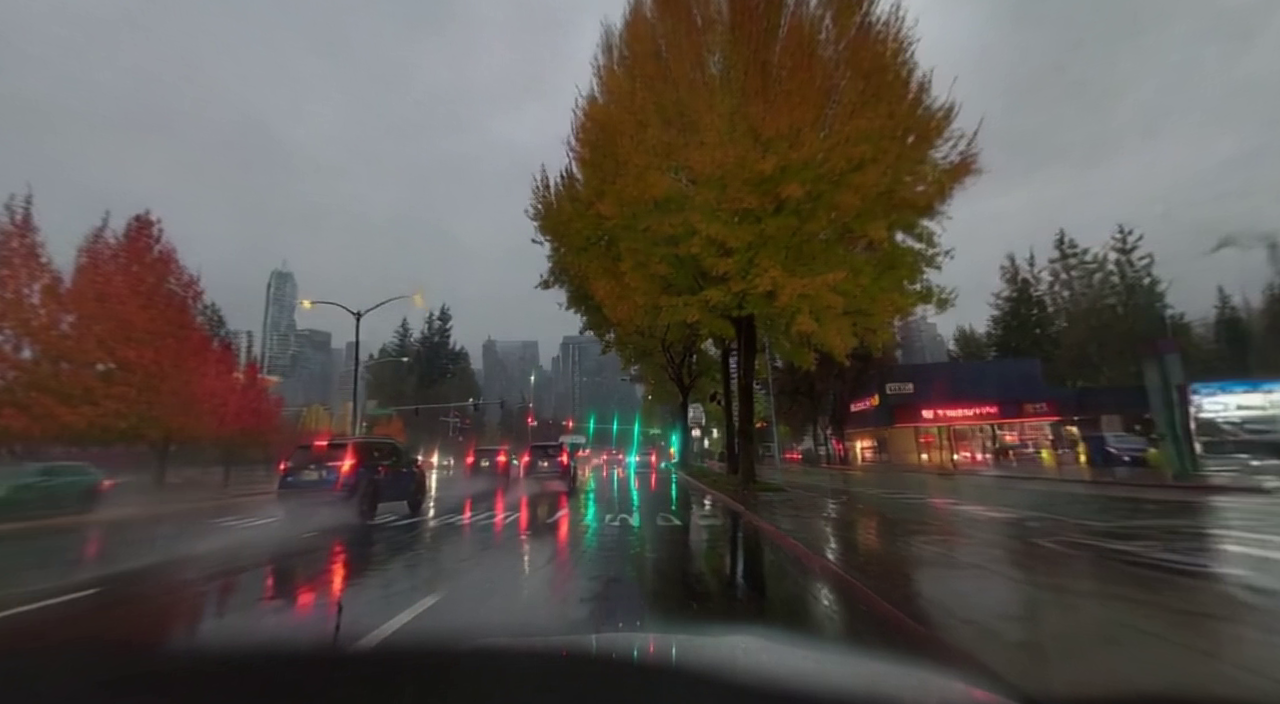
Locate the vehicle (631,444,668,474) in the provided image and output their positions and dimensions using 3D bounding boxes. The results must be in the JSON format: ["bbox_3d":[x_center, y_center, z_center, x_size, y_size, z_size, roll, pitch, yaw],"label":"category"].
[{"bbox_3d":[0.580,6.560,38.673,2.144,1.704,4.028,0,-9,0],"label":"vehicle"}]

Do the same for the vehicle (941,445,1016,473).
[{"bbox_3d":[20.105,6.350,37.648,1.938,1.490,4.750,0,-9,2],"label":"vehicle"}]

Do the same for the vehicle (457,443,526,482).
[{"bbox_3d":[-7.075,5.290,30.512,2.069,1.719,4.441,0,-9,2],"label":"vehicle"}]

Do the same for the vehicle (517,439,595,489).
[{"bbox_3d":[-2.994,4.125,23.518,2.165,1.663,4.513,0,-9,2],"label":"vehicle"}]

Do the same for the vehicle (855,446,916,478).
[{"bbox_3d":[14.250,6.369,36.817,1.963,1.703,4.447,0,-9,3],"label":"vehicle"}]

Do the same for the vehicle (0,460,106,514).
[{"bbox_3d":[-20.038,4.247,20.003,1.852,1.507,4.791,0,-9,1],"label":"vehicle"}]

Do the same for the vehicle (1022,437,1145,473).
[{"bbox_3d":[20.280,4.727,29.077,1.899,1.521,4.410,2,-9,-13],"label":"vehicle"}]

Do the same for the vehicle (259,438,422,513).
[{"bbox_3d":[-7.288,3.020,15.922,1.932,1.596,4.247,0,-9,1],"label":"vehicle"}]

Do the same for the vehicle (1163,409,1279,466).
[{"bbox_3d":[25.428,3.435,25.578,5.755,2.030,2.287,-6,-11,17],"label":"vehicle"}]
